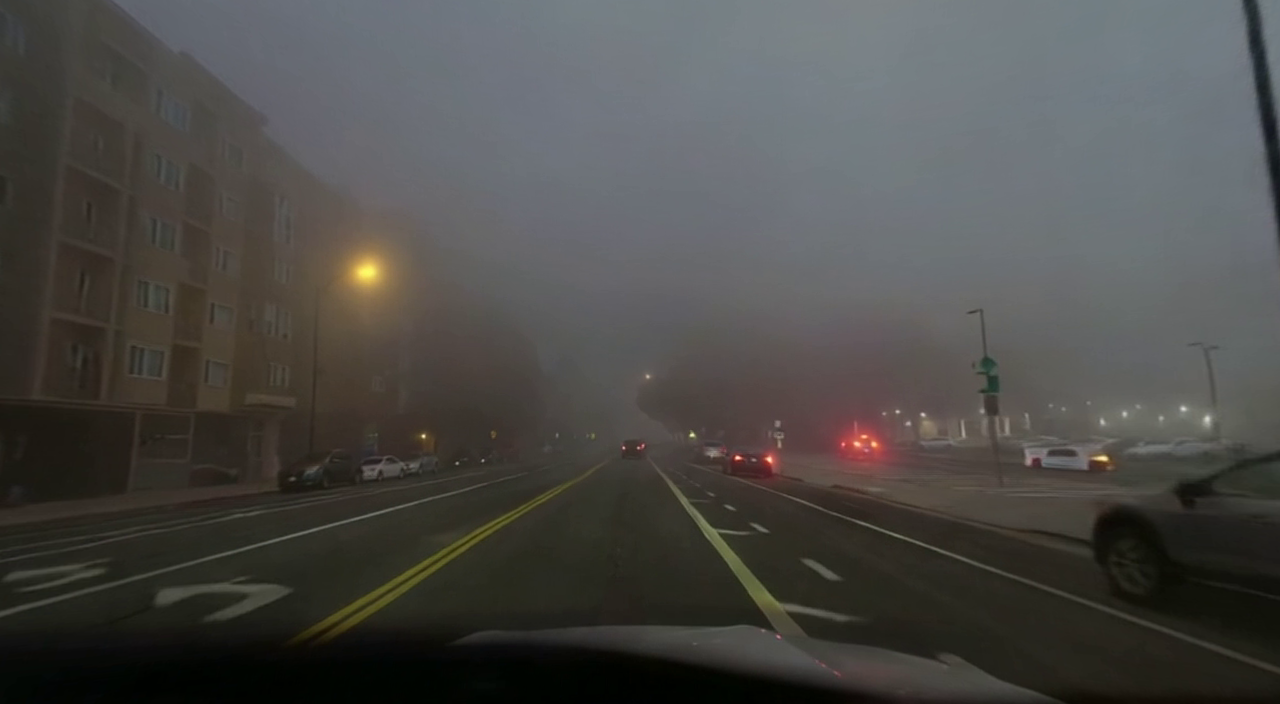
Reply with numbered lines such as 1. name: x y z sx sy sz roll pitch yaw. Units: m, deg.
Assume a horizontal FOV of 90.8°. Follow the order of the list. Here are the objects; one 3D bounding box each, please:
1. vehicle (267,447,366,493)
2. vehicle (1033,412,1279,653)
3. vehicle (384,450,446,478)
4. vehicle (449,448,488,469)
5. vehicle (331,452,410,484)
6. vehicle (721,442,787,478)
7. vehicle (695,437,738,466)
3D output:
1. vehicle: -13.078 4.760 25.876 1.908 1.694 4.306 1 -8 -3
2. vehicle: 5.153 1.190 4.239 2.069 1.538 4.528 0 -8 -1
3. vehicle: -13.180 6.564 37.274 1.889 1.461 4.608 0 -8 1
4. vehicle: -13.018 8.118 48.224 1.926 1.499 3.869 0 -8 0
5. vehicle: -13.182 5.680 31.234 1.779 1.433 4.633 0 -8 2
6. vehicle: 4.954 4.736 28.086 2.085 1.466 4.276 0 -8 -1
7. vehicle: 5.000 6.587 41.898 2.102 1.781 5.470 0 -8 0
